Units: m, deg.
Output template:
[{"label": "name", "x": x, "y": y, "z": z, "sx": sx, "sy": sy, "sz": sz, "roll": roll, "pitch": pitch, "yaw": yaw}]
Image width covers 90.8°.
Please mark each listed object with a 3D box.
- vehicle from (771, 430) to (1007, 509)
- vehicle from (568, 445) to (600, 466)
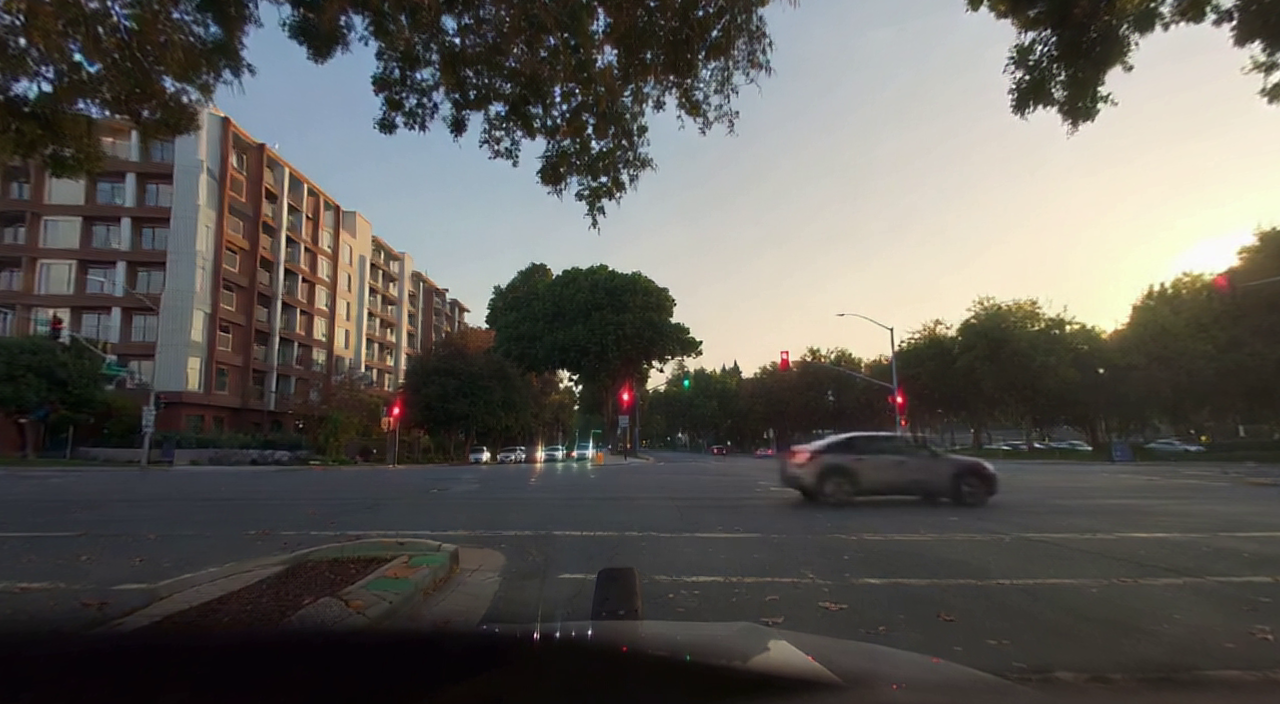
[{"label": "vehicle", "x": 5.877, "y": 2.783, "z": 15.292, "sx": 4.853, "sy": 1.719, "sz": 1.986, "roll": 1, "pitch": -8, "yaw": -6}, {"label": "vehicle", "x": -4.363, "y": 8.126, "z": 49.743, "sx": 2.130, "sy": 1.613, "sz": 4.121, "roll": 0, "pitch": -8, "yaw": 0}]
